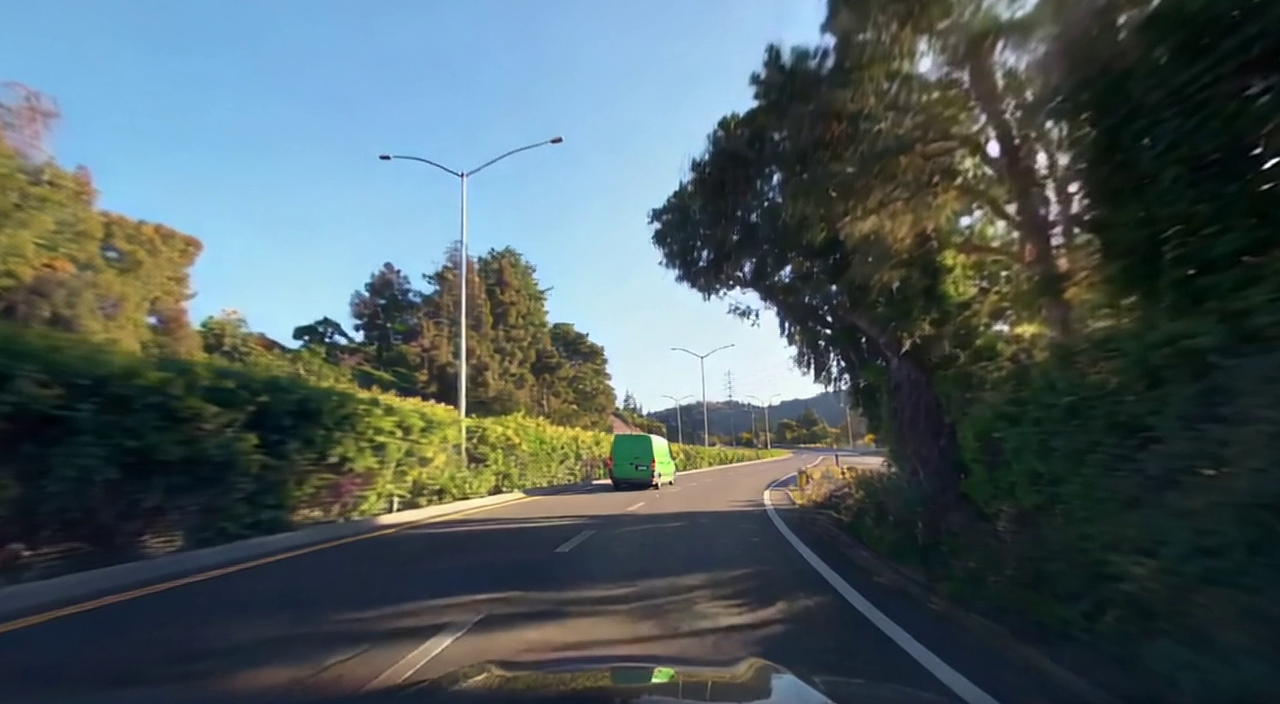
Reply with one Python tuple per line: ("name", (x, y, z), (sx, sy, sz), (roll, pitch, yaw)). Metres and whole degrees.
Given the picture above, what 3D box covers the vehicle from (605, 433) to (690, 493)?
("vehicle", (0.410, 4.180, 23.900), (2.270, 2.023, 4.632), (-3, -9, 13))
